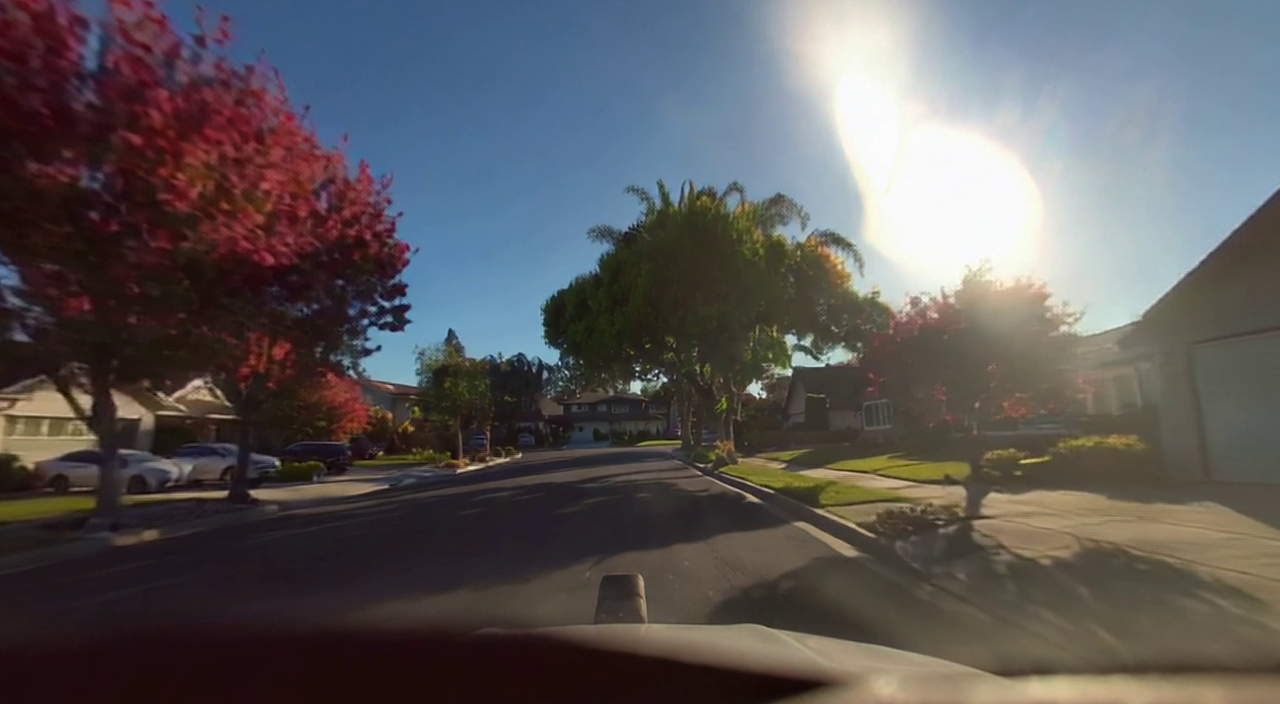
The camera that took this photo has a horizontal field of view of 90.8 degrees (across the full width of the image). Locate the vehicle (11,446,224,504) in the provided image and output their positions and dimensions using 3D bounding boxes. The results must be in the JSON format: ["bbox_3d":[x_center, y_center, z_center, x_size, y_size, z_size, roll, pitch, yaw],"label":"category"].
[{"bbox_3d":[-15.246,3.592,18.681,4.358,1.516,2.077,0,-8,-3],"label":"vehicle"}]

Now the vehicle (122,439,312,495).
[{"bbox_3d":[-14.479,3.930,21.888,5.050,1.774,2.031,0,-8,-2],"label":"vehicle"}]
